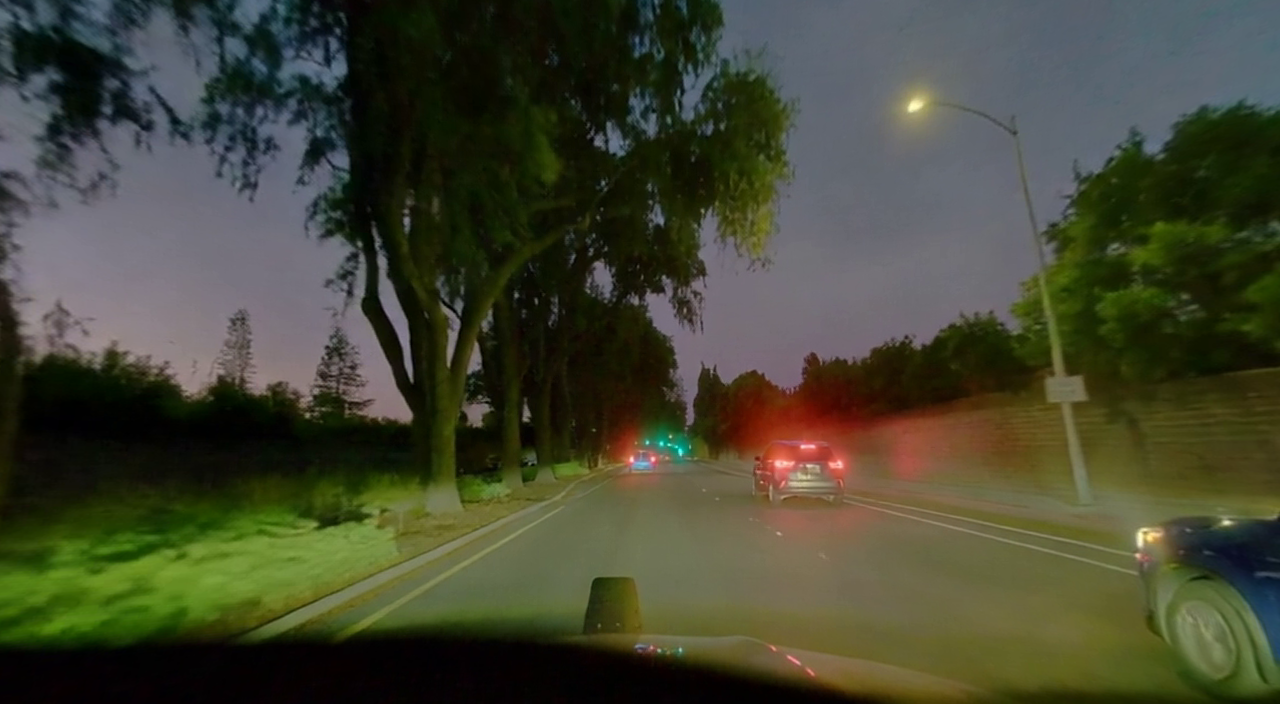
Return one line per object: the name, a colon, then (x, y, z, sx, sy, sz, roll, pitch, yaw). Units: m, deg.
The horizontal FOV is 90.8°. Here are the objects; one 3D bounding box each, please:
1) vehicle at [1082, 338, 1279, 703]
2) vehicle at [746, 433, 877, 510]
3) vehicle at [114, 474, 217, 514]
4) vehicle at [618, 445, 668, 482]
vehicle: (4.044, 0.606, 1.385, 2.470, 1.751, 5.015, -1, -8, 0)
vehicle: (4.374, 3.109, 17.002, 2.155, 1.752, 4.456, 0, -8, -1)
vehicle: (-21.631, 6.452, 29.008, 1.752, 1.464, 3.975, 0, -8, -2)
vehicle: (0.149, 5.633, 32.218, 2.391, 1.739, 3.837, -1, -8, 0)
